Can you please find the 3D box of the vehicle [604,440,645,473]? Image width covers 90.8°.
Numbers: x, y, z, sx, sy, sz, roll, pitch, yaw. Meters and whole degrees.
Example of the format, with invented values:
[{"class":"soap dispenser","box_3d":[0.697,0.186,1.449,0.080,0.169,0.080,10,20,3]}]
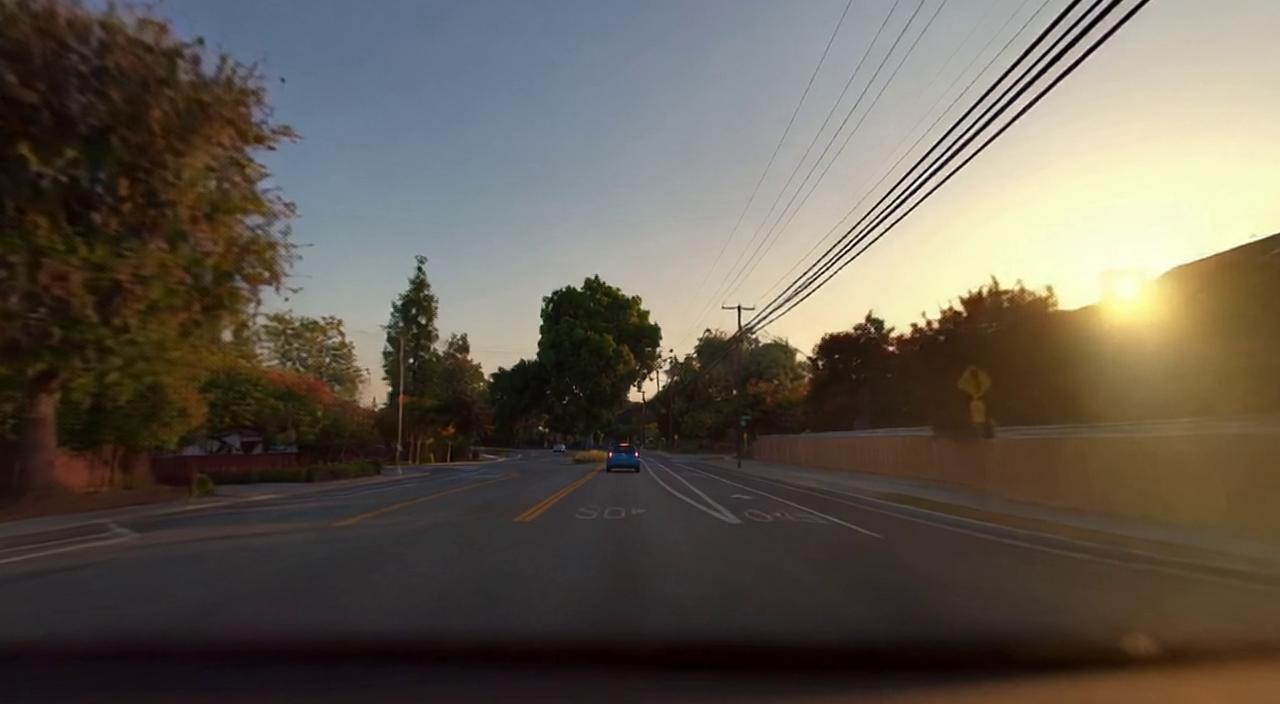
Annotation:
[{"class":"vehicle","box_3d":[-0.865,5.738,34.986,2.139,1.699,3.916,0,-8,-1]}]
